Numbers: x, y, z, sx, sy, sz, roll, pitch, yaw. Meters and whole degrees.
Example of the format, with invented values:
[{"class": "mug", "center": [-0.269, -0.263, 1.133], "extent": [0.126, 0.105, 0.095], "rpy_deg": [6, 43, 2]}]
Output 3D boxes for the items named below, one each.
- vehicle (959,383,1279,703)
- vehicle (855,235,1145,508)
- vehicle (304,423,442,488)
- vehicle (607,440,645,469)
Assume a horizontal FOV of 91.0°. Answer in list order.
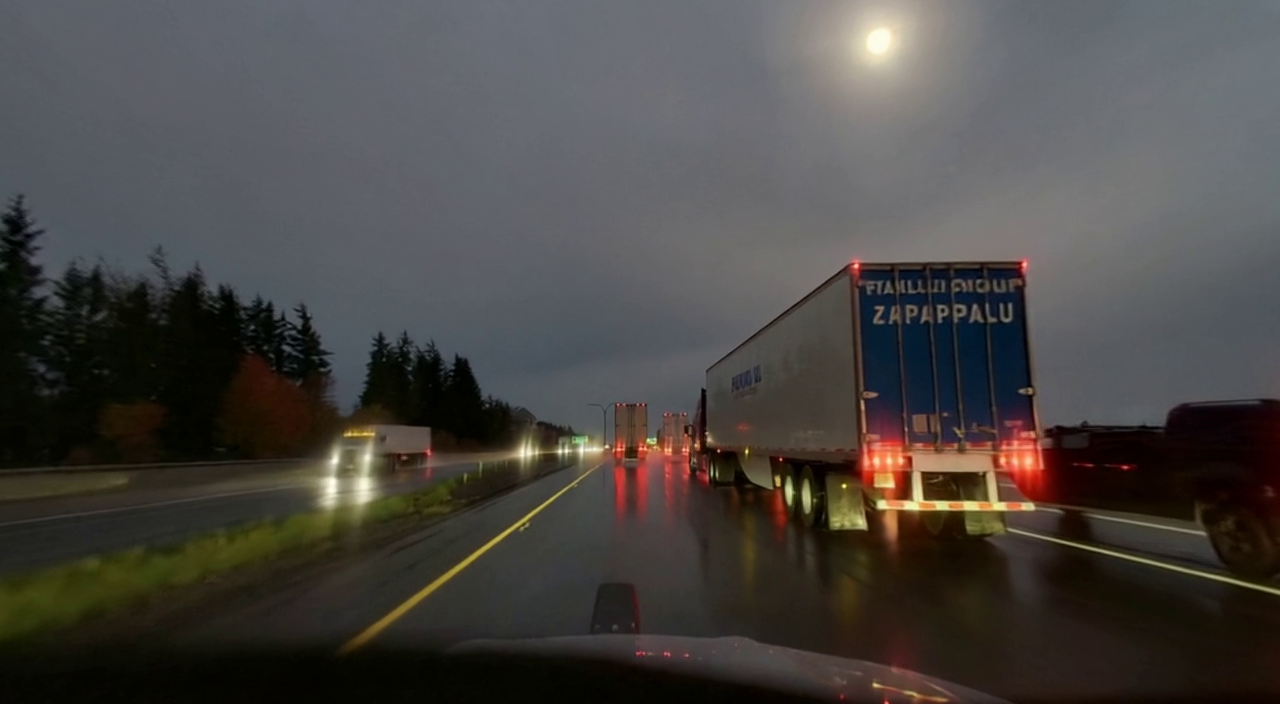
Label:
[{"class": "vehicle", "center": [4.625, 1.123, 4.539], "extent": [4.253, 1.543, 2.045], "rpy_deg": [4, -9, -30]}, {"class": "vehicle", "center": [4.325, 0.305, 8.032], "extent": [2.244, 3.047, 2.035], "rpy_deg": [0, -8, -2]}, {"class": "vehicle", "center": [-12.431, 4.914, 30.565], "extent": [2.774, 2.621, 9.453], "rpy_deg": [0, -8, -1]}, {"class": "vehicle", "center": [-0.772, 5.548, 34.274], "extent": [1.943, 1.491, 3.459], "rpy_deg": [0, -8, -2]}]
